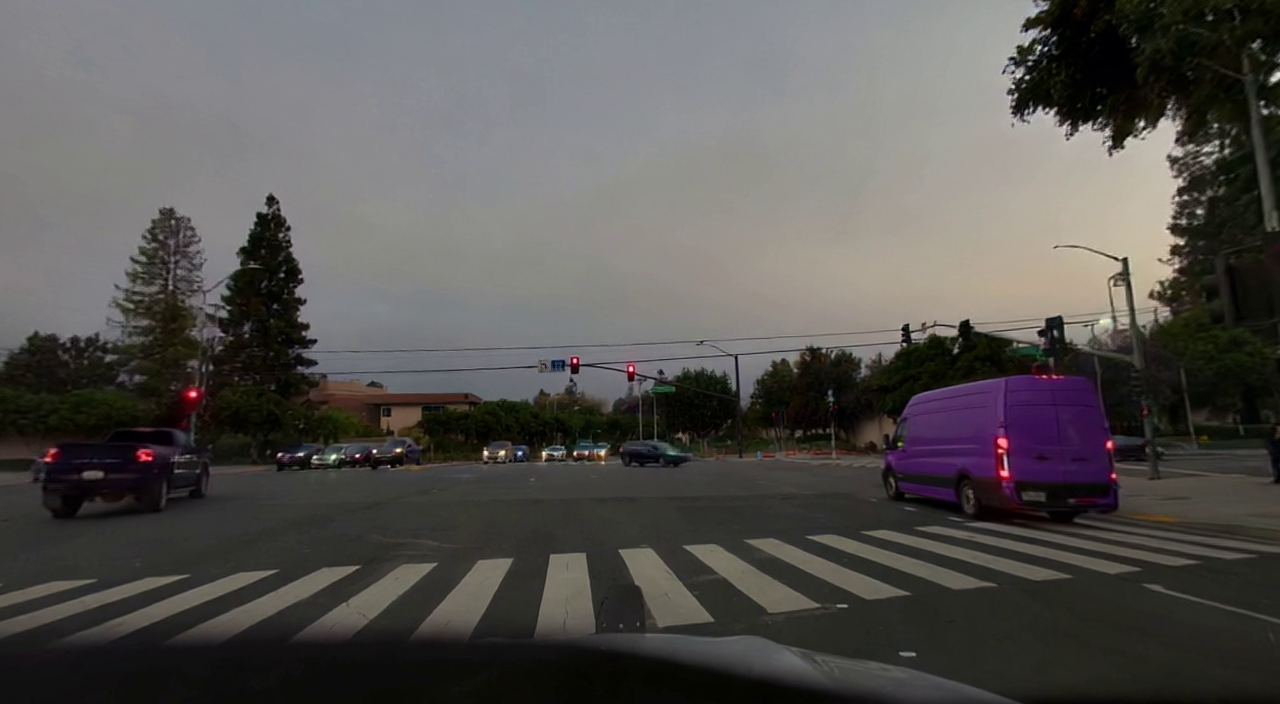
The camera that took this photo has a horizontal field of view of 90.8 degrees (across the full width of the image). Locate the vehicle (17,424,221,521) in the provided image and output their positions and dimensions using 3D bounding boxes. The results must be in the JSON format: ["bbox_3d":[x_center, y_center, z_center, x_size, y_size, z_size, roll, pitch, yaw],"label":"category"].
[{"bbox_3d":[-10.659,2.450,13.428,2.115,1.653,4.553,4,-9,-24],"label":"vehicle"}]

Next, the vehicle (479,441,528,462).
[{"bbox_3d":[-10.173,7.468,47.391,2.097,1.484,4.596,-1,-9,8],"label":"vehicle"}]

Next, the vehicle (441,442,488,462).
[{"bbox_3d":[-13.209,7.587,47.857,1.845,1.426,4.289,-1,-9,8],"label":"vehicle"}]

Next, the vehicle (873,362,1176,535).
[{"bbox_3d":[6.565,1.794,11.903,2.332,2.511,5.326,0,-9,1],"label":"vehicle"}]

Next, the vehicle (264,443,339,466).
[{"bbox_3d":[-21.857,6.641,40.976,1.859,1.415,4.591,-1,-9,8],"label":"vehicle"}]

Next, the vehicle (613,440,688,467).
[{"bbox_3d":[0.545,5.737,35.706,3.909,1.409,1.907,-7,-11,40],"label":"vehicle"}]

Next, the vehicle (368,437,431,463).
[{"bbox_3d":[-17.404,7.150,45.999,2.189,1.753,4.785,-1,-9,8],"label":"vehicle"}]
